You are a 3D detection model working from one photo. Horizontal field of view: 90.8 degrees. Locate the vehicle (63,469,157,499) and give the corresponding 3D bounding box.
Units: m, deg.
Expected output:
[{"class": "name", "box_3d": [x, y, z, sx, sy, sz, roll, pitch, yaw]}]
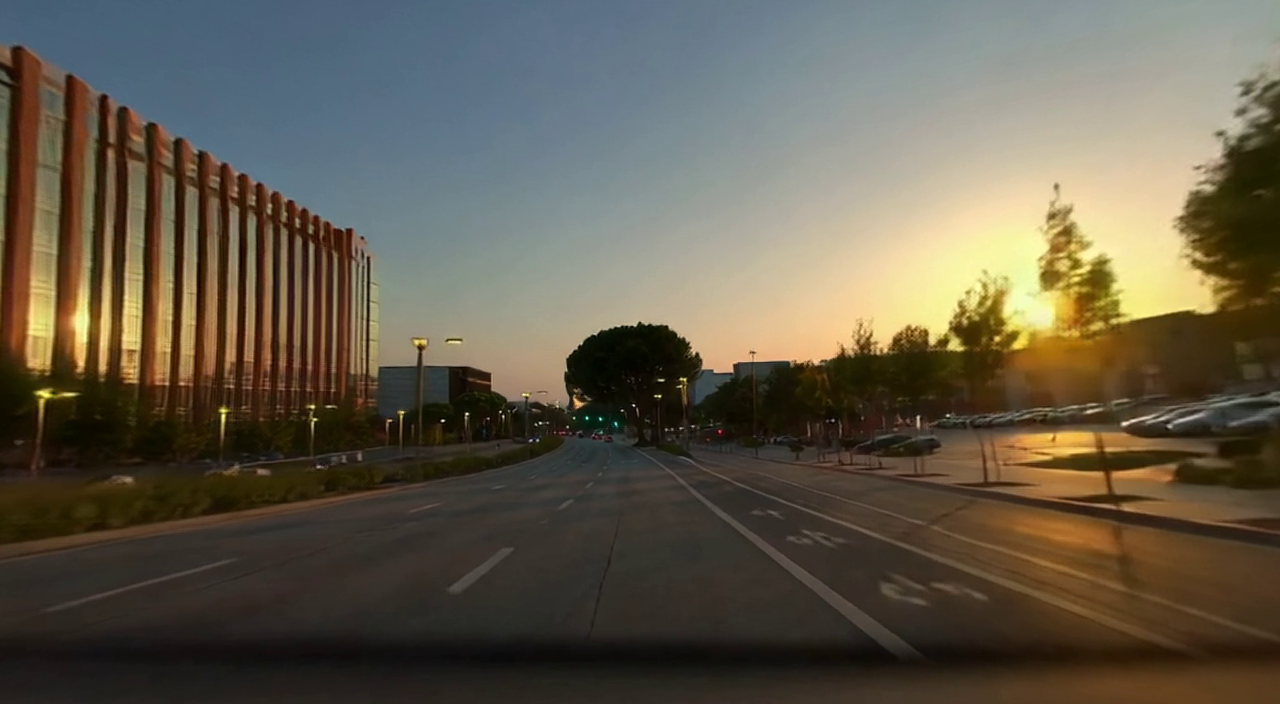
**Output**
[{"class": "vehicle", "box_3d": [-33.178, 8.253, 39.750, 2.020, 1.552, 4.568, 0, -9, -2]}]
